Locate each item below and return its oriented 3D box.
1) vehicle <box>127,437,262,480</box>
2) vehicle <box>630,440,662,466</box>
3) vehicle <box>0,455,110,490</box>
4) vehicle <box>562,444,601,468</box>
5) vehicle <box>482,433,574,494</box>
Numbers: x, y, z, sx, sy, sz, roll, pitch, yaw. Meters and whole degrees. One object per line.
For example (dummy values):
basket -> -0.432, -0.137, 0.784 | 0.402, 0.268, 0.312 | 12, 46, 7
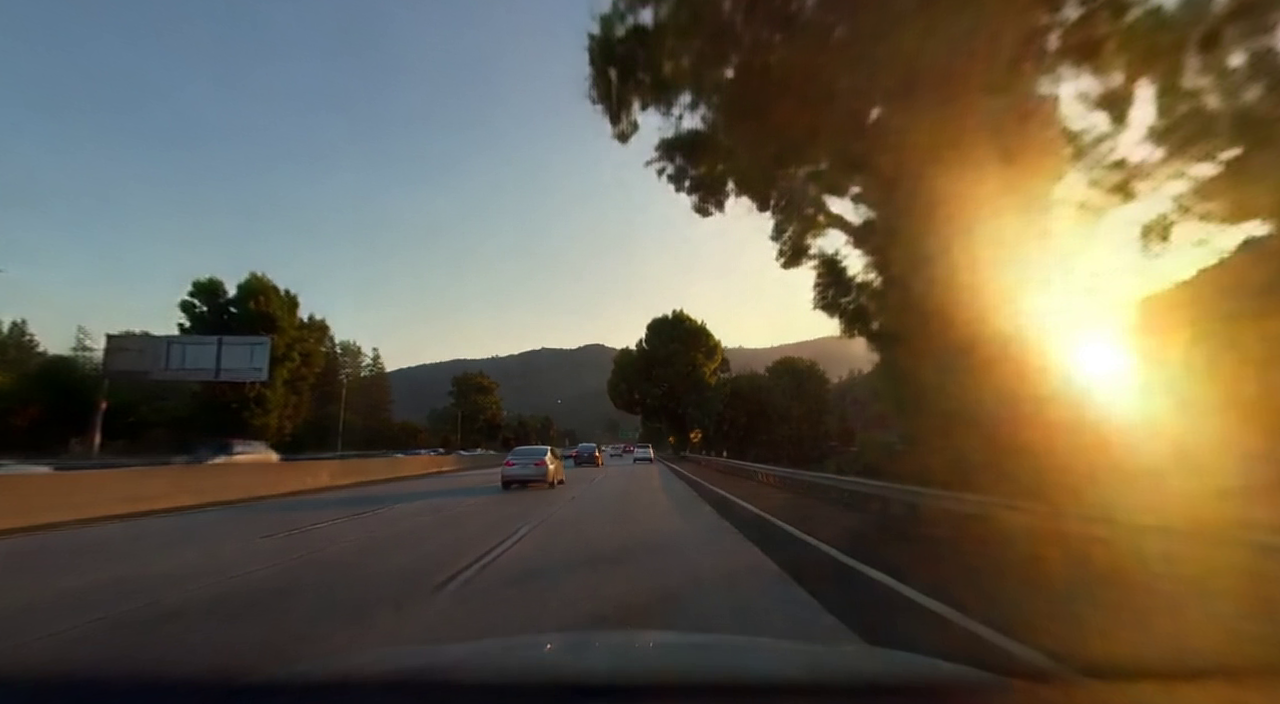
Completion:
vehicle -> -21.274, 5.083, 30.420 | 2.269, 1.861, 5.777 | 0, -8, 1
vehicle -> 0.407, 7.405, 46.321 | 2.285, 1.797, 4.478 | 0, -8, 0
vehicle -> -28.906, 5.796, 30.616 | 1.822, 1.471, 4.808 | 0, -8, 2
vehicle -> -3.717, 6.691, 40.491 | 2.055, 1.431, 3.921 | 0, -8, 0
vehicle -> -3.342, 3.425, 19.638 | 2.056, 1.679, 4.204 | 0, -8, 1
